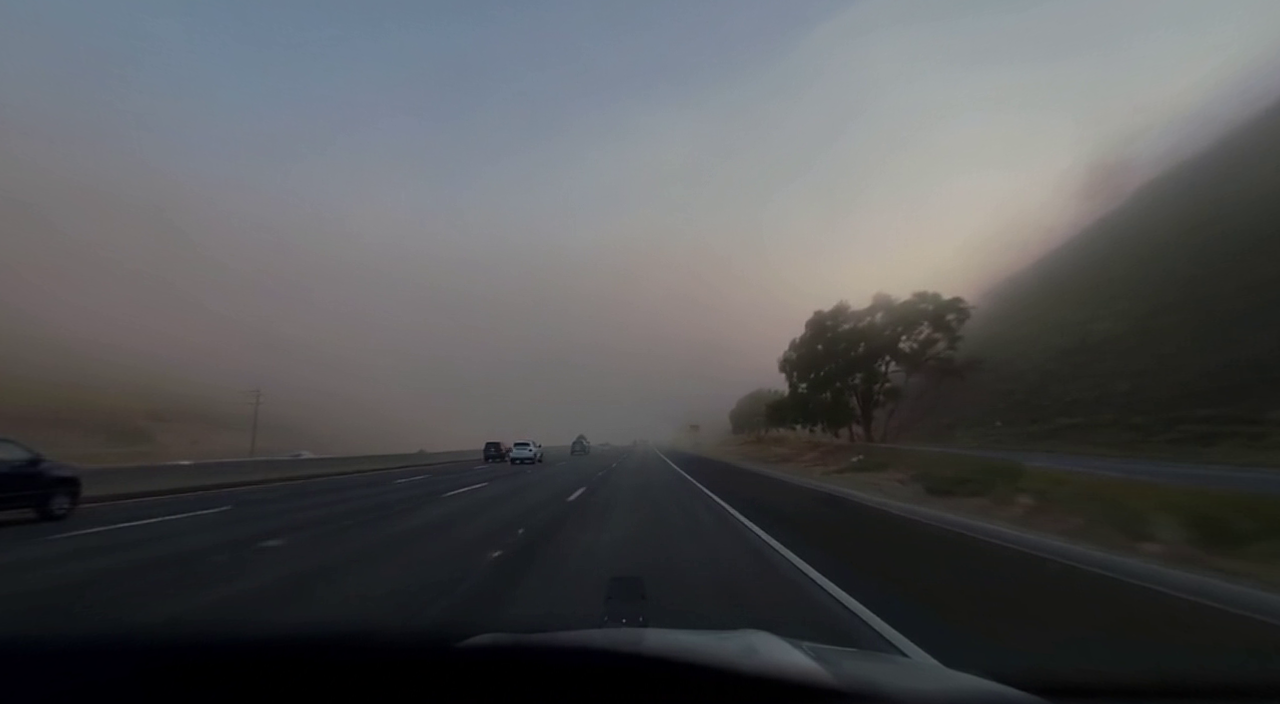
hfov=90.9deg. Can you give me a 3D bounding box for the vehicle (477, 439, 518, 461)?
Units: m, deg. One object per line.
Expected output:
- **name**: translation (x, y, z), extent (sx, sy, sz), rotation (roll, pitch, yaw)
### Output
- **vehicle**: translation (-11.141, 7.702, 49.476), extent (2.020, 1.645, 4.629), rotation (0, -9, 1)

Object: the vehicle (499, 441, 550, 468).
- **vehicle**: translation (-6.851, 6.102, 37.822), extent (2.107, 1.484, 4.449), rotation (0, -9, 1)
